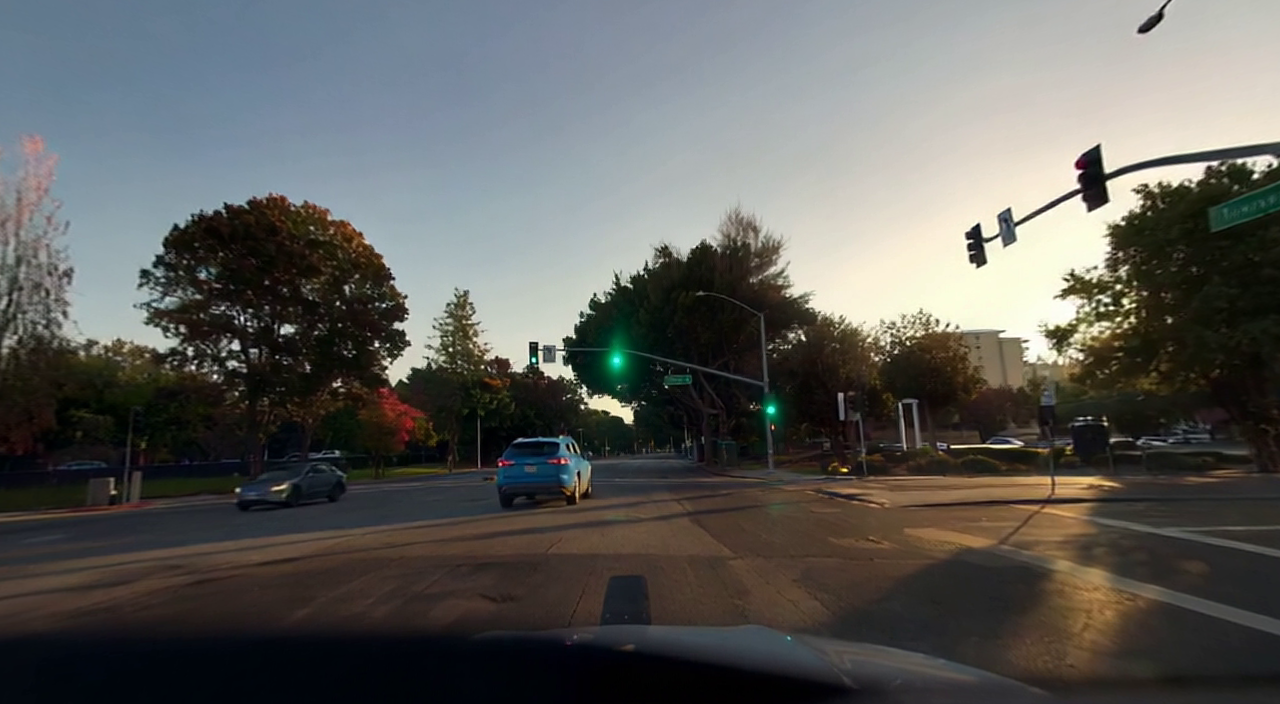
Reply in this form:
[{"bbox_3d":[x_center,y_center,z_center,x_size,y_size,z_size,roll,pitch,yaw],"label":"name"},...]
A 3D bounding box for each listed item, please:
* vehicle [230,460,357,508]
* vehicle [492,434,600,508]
[{"bbox_3d":[-12.264,4.671,22.697,1.980,1.452,4.318,-1,-8,2],"label":"vehicle"},{"bbox_3d":[-2.439,3.234,17.660,2.123,1.799,4.425,-1,-8,3],"label":"vehicle"}]
